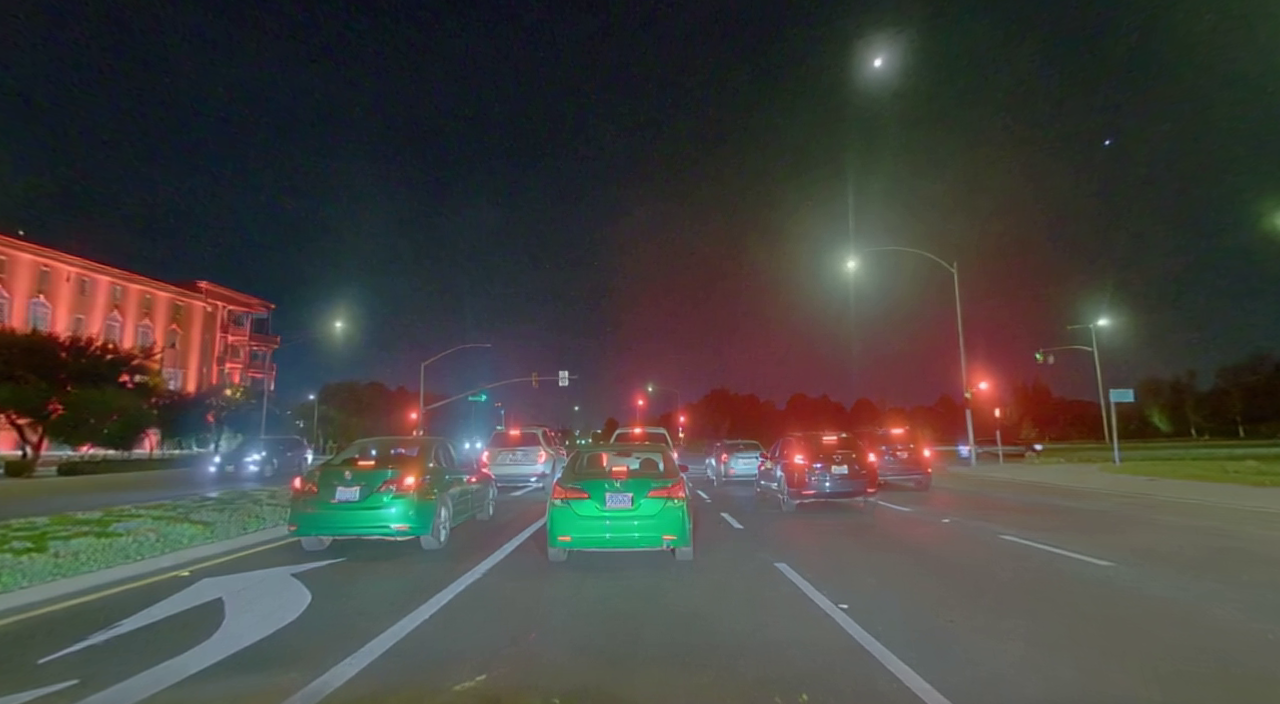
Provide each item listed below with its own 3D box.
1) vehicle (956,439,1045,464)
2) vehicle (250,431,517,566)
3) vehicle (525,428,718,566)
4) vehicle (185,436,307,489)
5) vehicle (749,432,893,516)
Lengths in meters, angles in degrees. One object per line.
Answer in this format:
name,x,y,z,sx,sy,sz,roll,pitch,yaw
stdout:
vehicle,25.244,6.989,44.473,5.265,1.702,1.930,-4,-9,27
vehicle,-3.194,1.891,8.953,1.917,1.441,4.128,-1,-8,2
vehicle,-0.200,1.830,8.702,2.041,1.450,3.847,0,-8,0
vehicle,-14.112,3.966,23.000,2.082,1.704,4.488,1,-8,-9
vehicle,3.561,2.467,13.258,1.880,1.476,3.932,0,-8,0
